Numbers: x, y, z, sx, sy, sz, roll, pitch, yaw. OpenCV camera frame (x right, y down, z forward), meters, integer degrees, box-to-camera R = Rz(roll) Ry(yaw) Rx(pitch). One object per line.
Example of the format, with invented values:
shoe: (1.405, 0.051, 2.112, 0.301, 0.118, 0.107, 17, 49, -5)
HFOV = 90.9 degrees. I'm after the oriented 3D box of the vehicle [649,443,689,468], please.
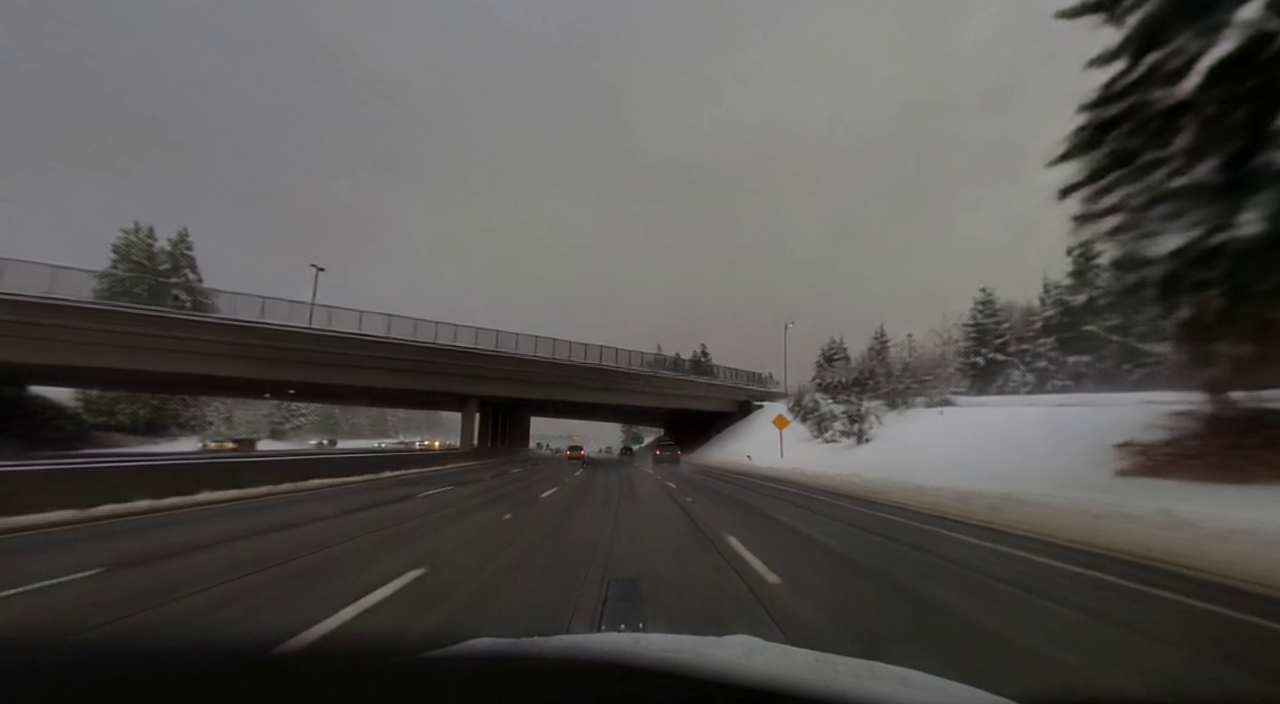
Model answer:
vehicle: (1.799, 6.736, 41.205, 2.059, 1.509, 4.670, 1, -8, -4)
